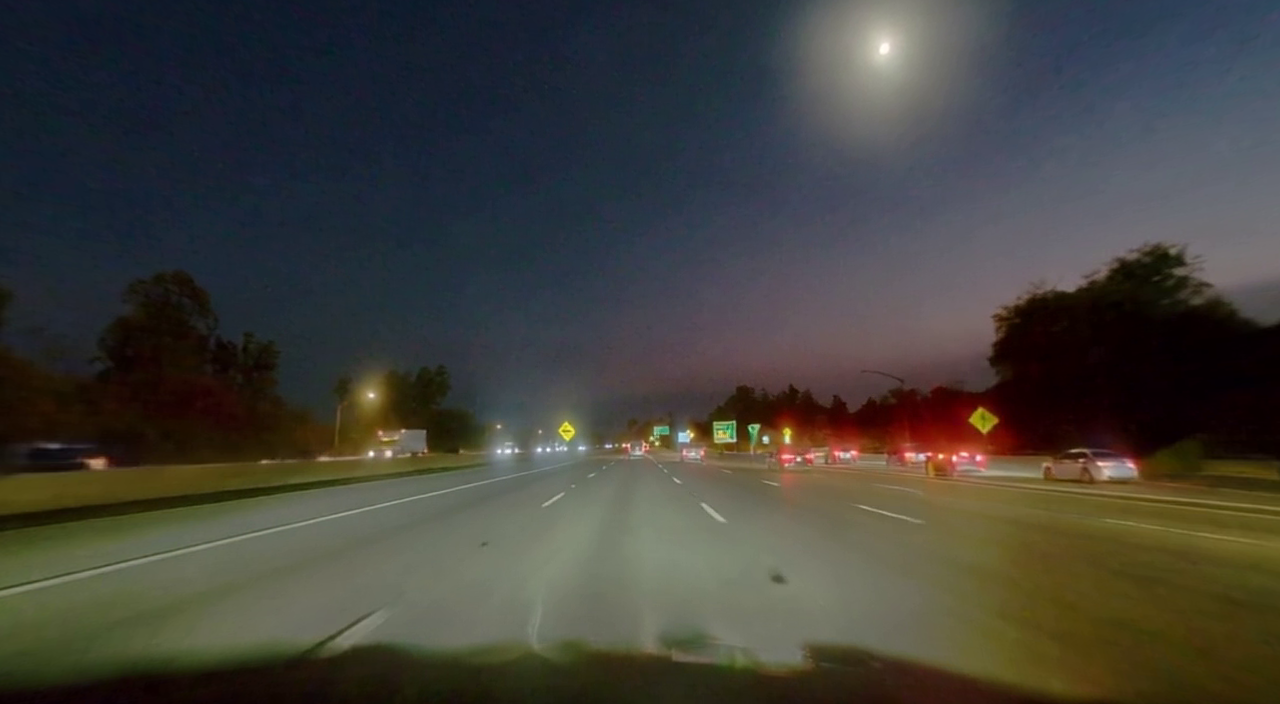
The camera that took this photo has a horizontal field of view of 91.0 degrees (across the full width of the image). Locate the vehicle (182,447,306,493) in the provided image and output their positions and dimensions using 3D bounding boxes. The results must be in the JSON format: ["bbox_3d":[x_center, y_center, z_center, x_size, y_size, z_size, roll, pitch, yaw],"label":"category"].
[{"bbox_3d":[-15.909,4.718,25.663,1.993,1.683,4.737,0,-9,0],"label":"vehicle"}]

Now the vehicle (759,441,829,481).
[{"bbox_3d":[6.787,4.843,28.237,1.902,1.623,4.360,0,-9,-1],"label":"vehicle"}]

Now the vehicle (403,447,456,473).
[{"bbox_3d":[-15.075,7.714,45.297,2.023,1.715,4.559,0,-9,2],"label":"vehicle"}]

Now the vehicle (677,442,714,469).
[{"bbox_3d":[3.612,6.873,41.893,2.035,1.704,3.867,0,-9,-1],"label":"vehicle"}]

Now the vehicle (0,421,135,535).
[{"bbox_3d":[-12.143,2.181,10.949,2.197,1.943,5.421,0,-9,0],"label":"vehicle"}]

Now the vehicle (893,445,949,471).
[{"bbox_3d":[19.181,7.236,43.156,1.887,1.642,4.592,0,-9,3],"label":"vehicle"}]

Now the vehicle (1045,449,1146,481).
[{"bbox_3d":[22.698,5.597,31.611,1.774,1.457,4.653,0,-9,3],"label":"vehicle"}]
